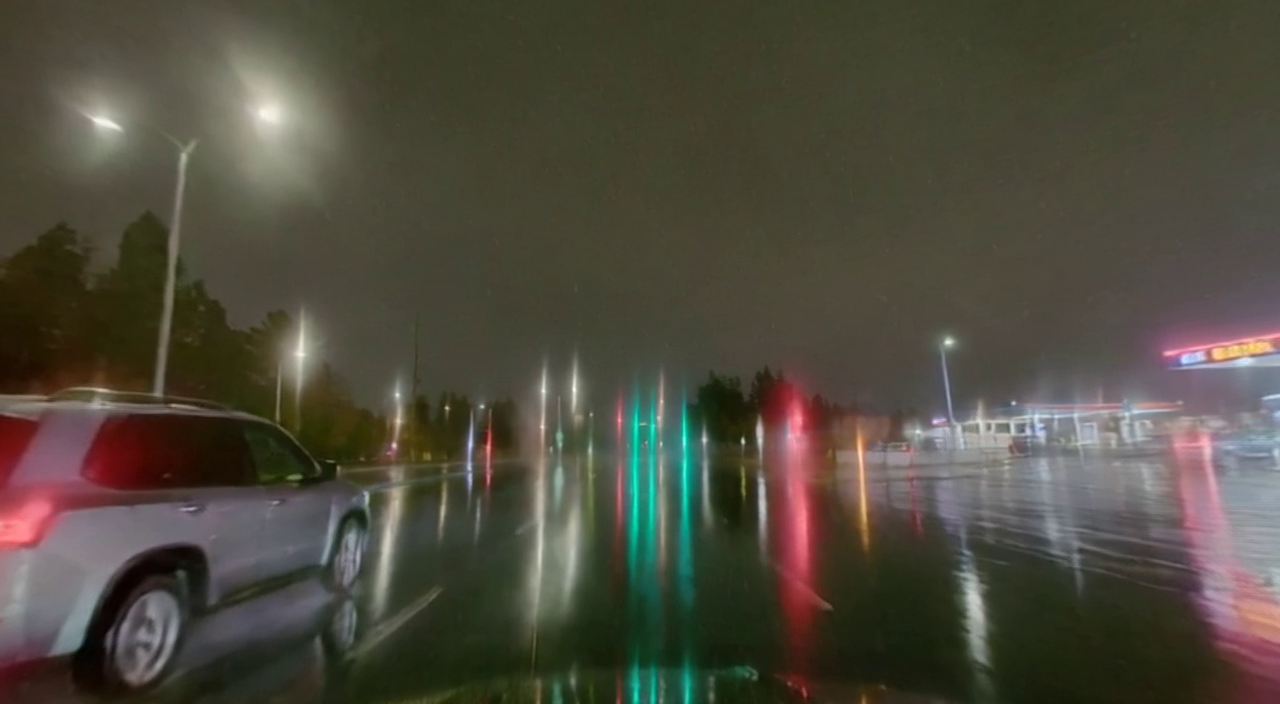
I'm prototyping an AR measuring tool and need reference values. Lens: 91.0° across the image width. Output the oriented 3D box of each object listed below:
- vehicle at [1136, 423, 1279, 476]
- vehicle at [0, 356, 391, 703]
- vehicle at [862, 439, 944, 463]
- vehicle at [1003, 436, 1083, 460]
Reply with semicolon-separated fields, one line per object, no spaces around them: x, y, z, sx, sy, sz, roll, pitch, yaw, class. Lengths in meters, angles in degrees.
23.173;3.875;25.348;2.302;1.795;4.724;-3;-8;-3;vehicle
-3.412;1.057;3.637;2.039;1.656;4.710;0;-9;-1;vehicle
17.731;6.724;42.646;4.671;1.466;1.937;0;-10;5;vehicle
30.163;7.213;47.247;4.507;1.752;2.016;-2;-9;9;vehicle
